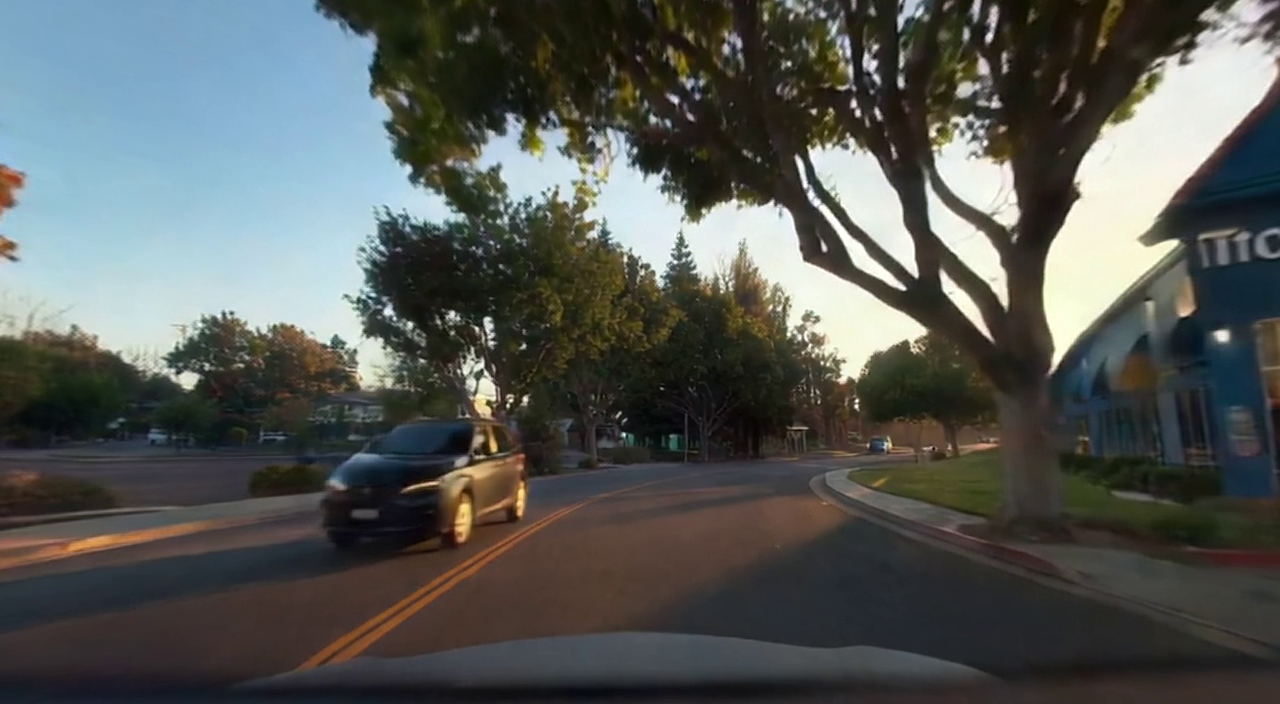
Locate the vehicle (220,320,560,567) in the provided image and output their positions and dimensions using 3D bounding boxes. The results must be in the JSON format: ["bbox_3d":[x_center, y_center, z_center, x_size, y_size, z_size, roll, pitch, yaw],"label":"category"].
[{"bbox_3d":[-3.399,1.573,10.983,2.489,2.884,6.940,-1,-9,6],"label":"vehicle"}]
